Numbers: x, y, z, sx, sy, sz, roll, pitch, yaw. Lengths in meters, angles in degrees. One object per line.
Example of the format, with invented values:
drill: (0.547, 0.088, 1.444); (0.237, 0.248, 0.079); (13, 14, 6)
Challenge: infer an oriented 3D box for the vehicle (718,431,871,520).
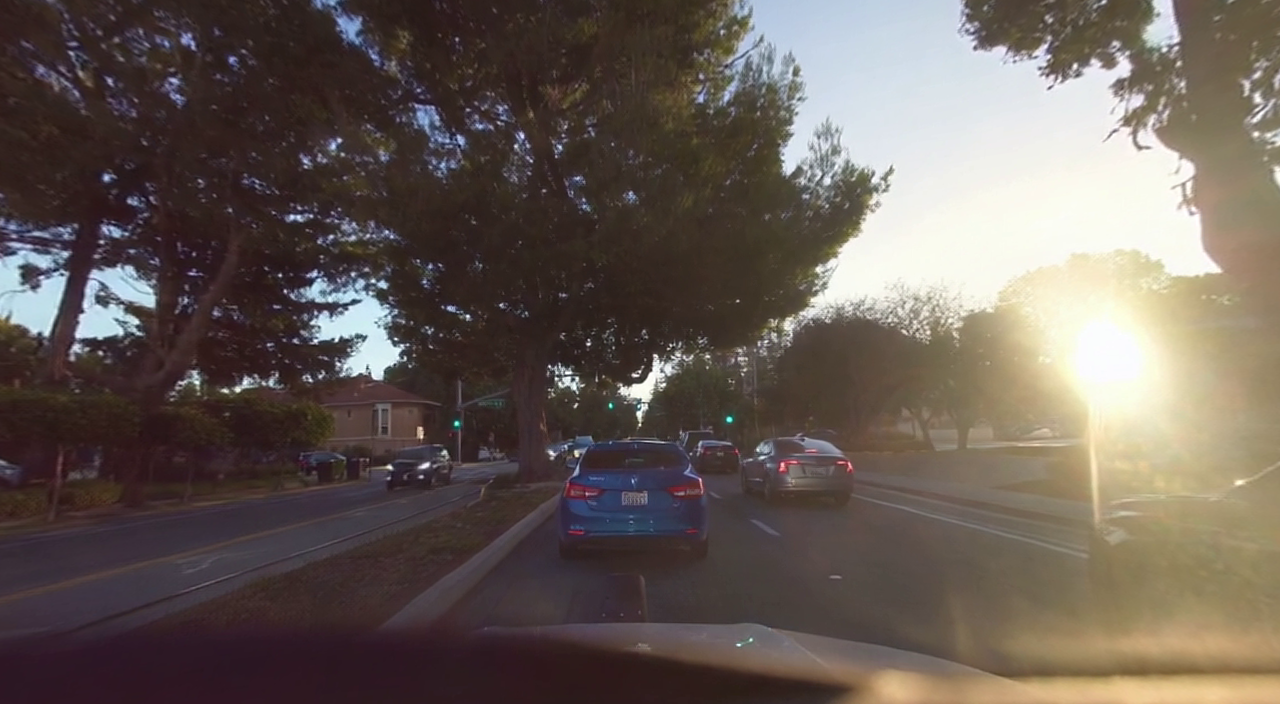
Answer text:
vehicle: (2.964, 2.470, 13.266); (1.971, 1.517, 4.521); (0, -8, -1)

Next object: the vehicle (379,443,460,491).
vehicle: (-8.867, 4.628, 25.842); (1.996, 1.680, 4.203); (-2, -8, -2)

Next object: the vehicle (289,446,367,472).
vehicle: (-19.871, 6.807, 40.349); (3.957, 1.630, 1.881); (0, -8, -1)

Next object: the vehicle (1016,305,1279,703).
vehicle: (3.384, 0.619, 1.695); (2.006, 1.766, 4.345); (0, -8, -1)

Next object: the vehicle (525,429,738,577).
vehicle: (-0.123, 1.869, 8.656); (2.186, 1.500, 4.141); (0, -8, -1)
